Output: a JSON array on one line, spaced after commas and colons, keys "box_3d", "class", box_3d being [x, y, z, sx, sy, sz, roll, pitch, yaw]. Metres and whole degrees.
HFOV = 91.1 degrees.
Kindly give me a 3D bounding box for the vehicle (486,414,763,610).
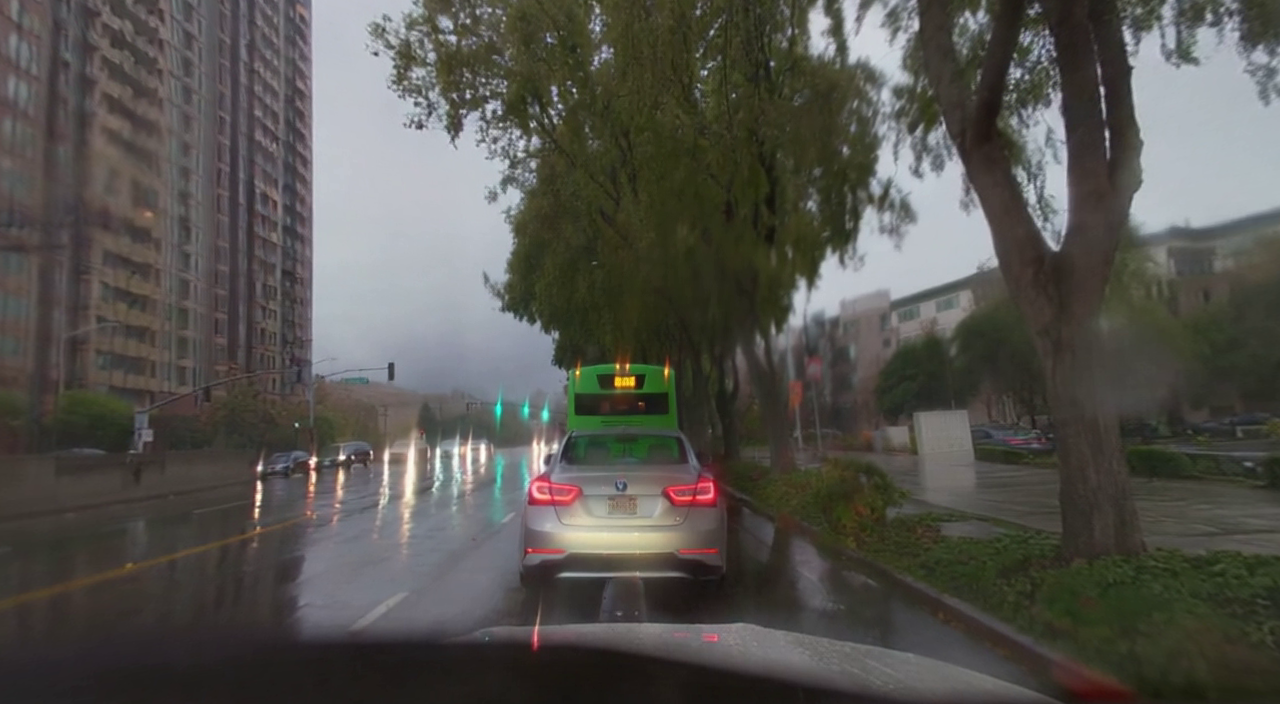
[{"box_3d": [-0.155, 1.461, 6.737, 2.064, 1.452, 3.942, 0, -8, -1], "class": "vehicle"}]
